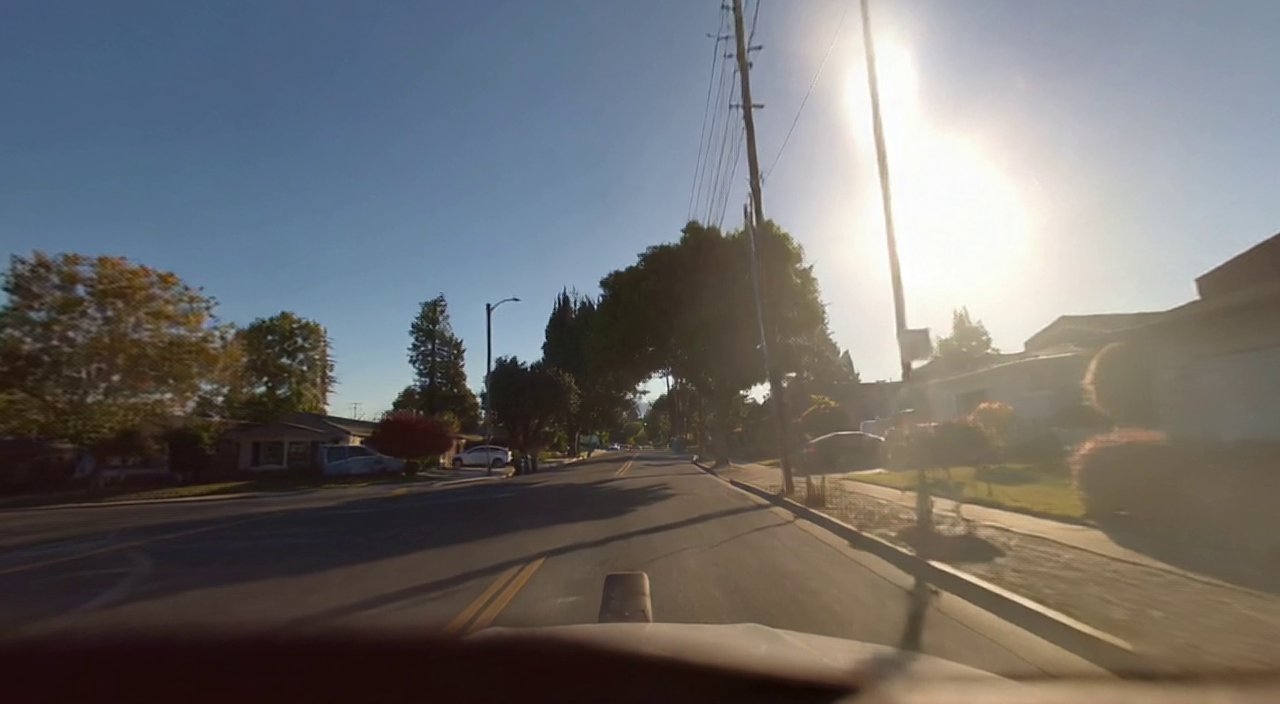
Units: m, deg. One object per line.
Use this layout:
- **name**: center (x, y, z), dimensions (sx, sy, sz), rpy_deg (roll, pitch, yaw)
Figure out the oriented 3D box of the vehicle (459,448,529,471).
- **vehicle**: center (-9.998, 7.296, 43.111), dimensions (4.293, 1.484, 1.981), rpy_deg (4, -9, -22)
